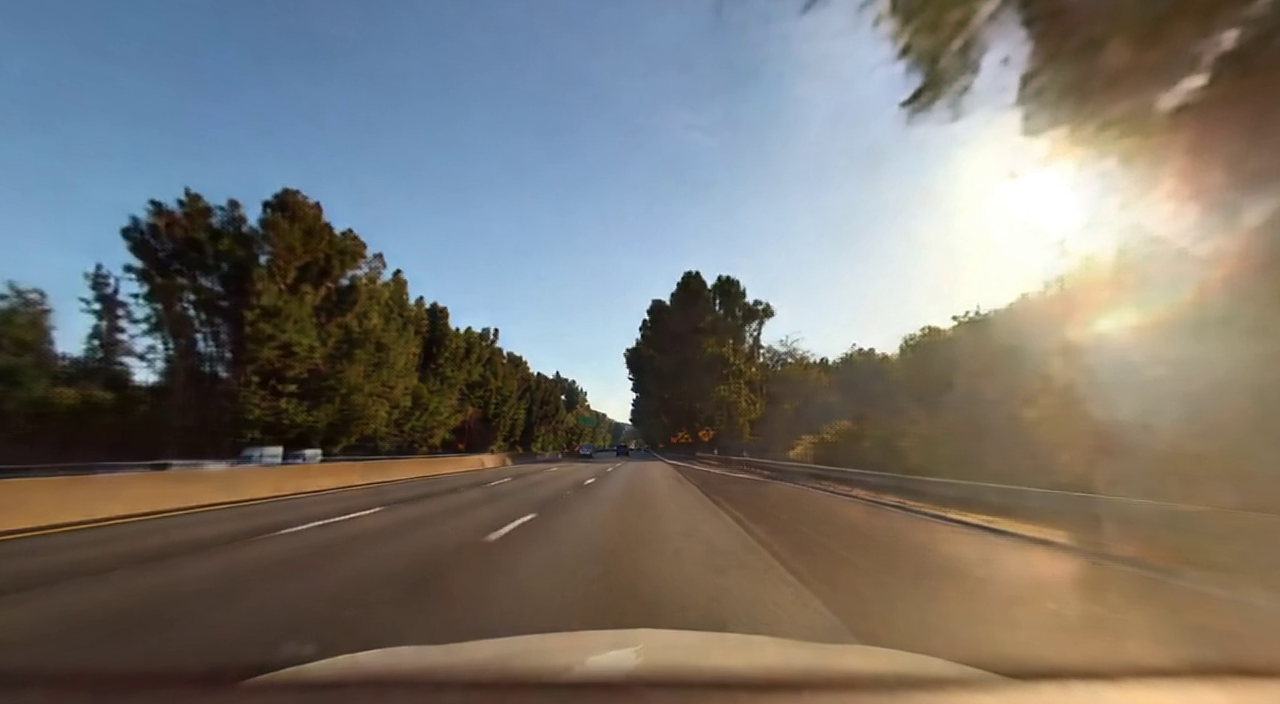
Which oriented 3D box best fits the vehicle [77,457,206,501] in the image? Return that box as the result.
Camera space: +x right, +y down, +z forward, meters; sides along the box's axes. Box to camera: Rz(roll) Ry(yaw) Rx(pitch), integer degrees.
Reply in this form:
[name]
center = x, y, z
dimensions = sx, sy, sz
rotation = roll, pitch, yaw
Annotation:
[vehicle]
center = -19.287, 4.894, 24.596
dimensions = 1.743, 1.431, 3.925
rotation = 1, -8, 1
